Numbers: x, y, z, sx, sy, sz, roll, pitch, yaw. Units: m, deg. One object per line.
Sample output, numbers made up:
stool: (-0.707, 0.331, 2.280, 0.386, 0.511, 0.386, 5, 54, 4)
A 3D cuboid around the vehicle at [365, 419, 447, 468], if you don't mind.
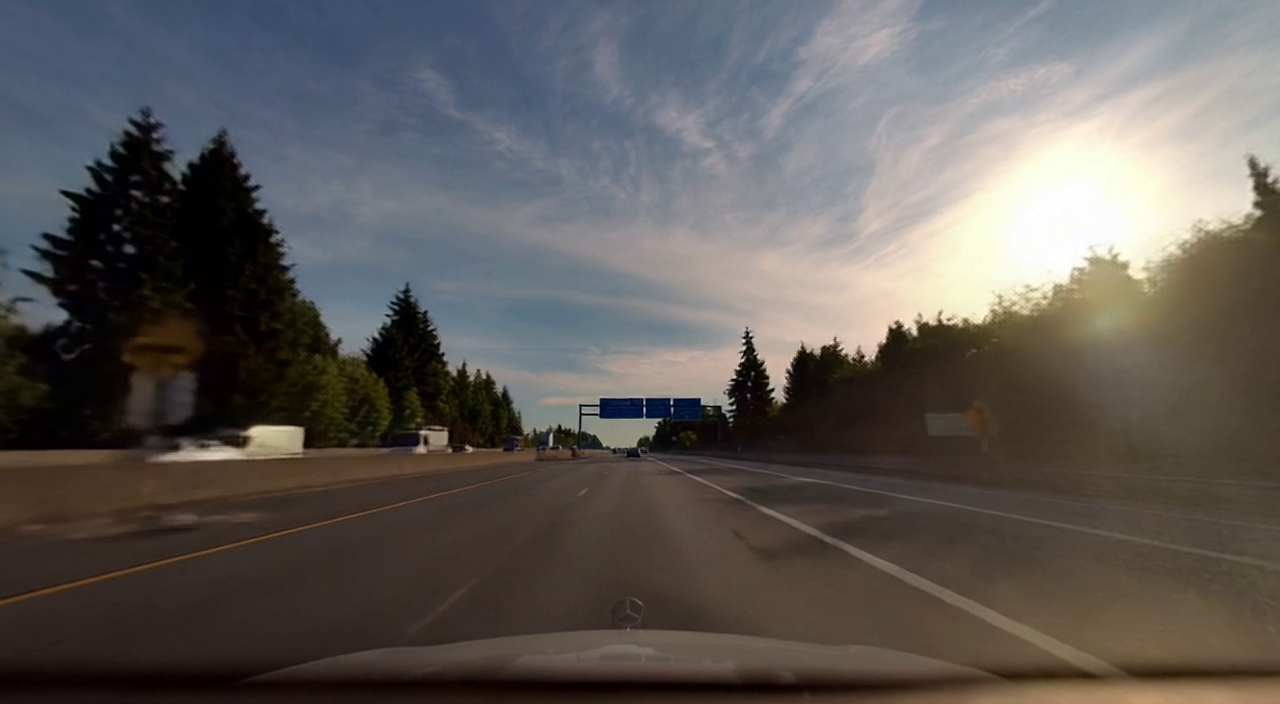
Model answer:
vehicle: (-12.355, 4.943, 33.772, 2.239, 2.369, 5.555, 0, -9, 0)
